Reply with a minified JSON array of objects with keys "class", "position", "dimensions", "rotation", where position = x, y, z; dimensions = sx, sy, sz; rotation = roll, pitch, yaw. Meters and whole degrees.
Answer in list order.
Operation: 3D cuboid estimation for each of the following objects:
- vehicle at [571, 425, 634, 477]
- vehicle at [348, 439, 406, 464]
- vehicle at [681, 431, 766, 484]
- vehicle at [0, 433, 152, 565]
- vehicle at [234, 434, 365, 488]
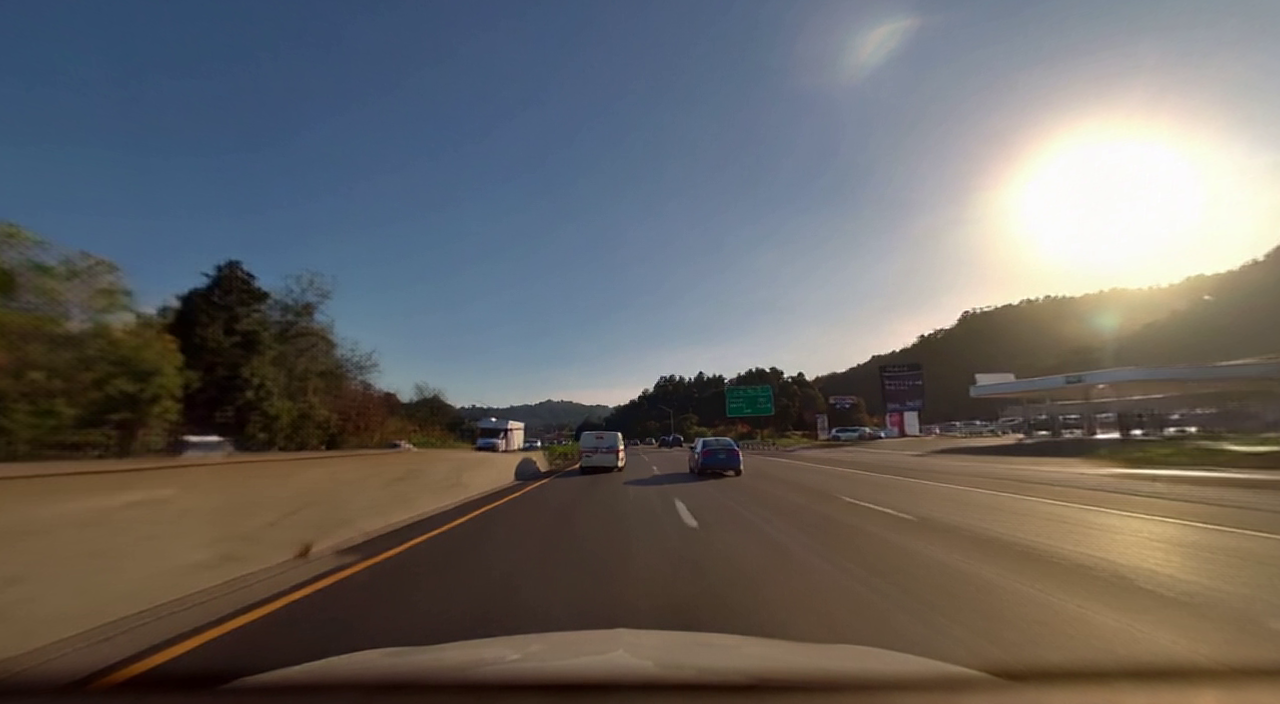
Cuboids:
[{"class":"vehicle","position":[-1.290,3.644,23.534],"dimensions":[2.061,1.732,4.457],"rotation":[0,-8,0]},{"class":"vehicle","position":[-16.974,6.420,40.915],"dimensions":[1.804,1.525,4.619],"rotation":[0,-8,0]},{"class":"vehicle","position":[2.661,3.481,21.289],"dimensions":[2.151,1.550,4.694],"rotation":[0,-8,-1]},{"class":"vehicle","position":[-9.690,2.011,8.727],"dimensions":[2.166,1.761,4.535],"rotation":[0,-8,0]},{"class":"vehicle","position":[-12.063,3.852,22.745],"dimensions":[2.180,1.748,4.368],"rotation":[0,-8,1]}]
